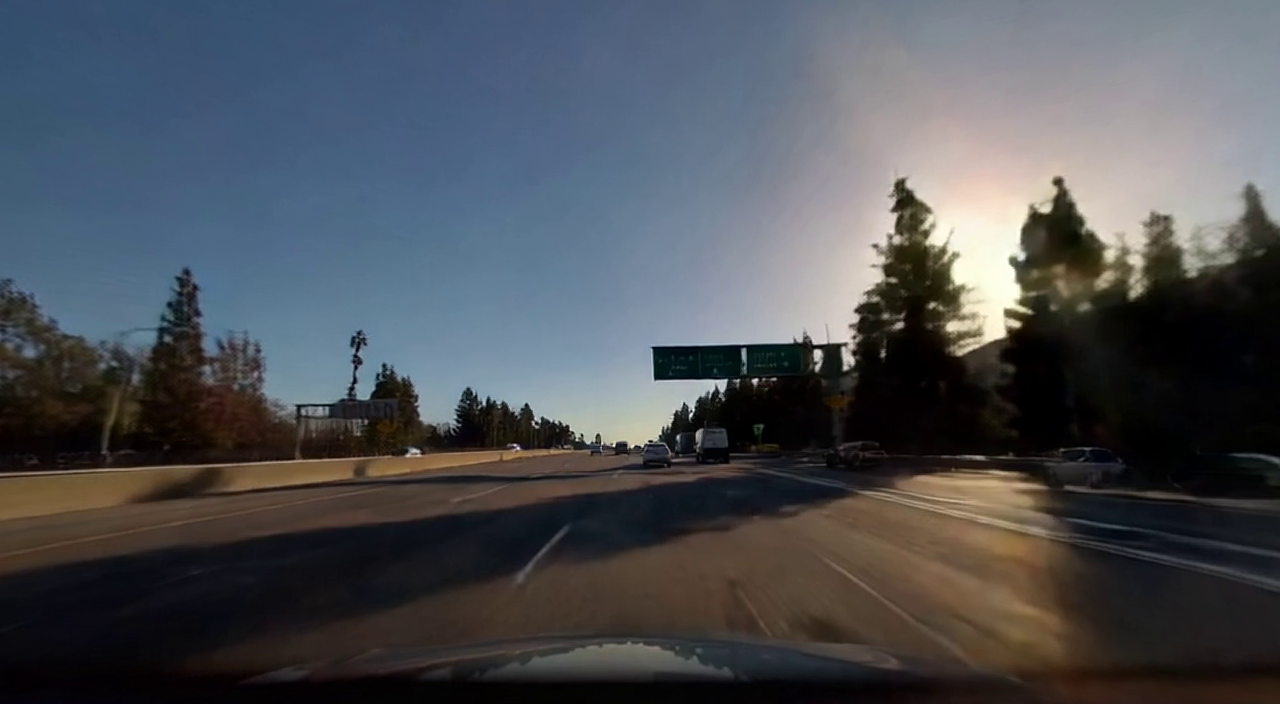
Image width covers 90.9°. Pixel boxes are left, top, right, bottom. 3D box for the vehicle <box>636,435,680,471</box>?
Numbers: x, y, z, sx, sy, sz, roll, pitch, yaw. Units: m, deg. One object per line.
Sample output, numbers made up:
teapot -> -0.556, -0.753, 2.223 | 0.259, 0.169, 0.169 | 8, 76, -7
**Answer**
vehicle -> 0.927, 5.454, 34.255 | 2.260, 1.766, 4.348 | 0, -8, 0
